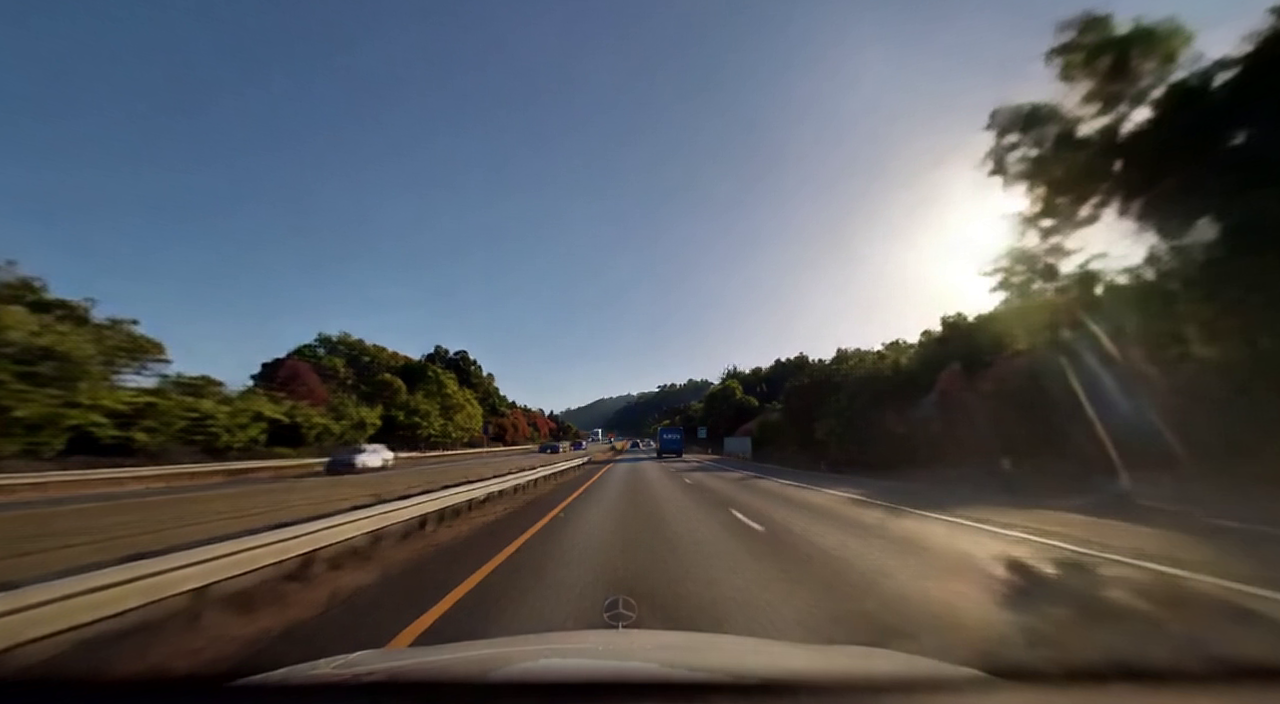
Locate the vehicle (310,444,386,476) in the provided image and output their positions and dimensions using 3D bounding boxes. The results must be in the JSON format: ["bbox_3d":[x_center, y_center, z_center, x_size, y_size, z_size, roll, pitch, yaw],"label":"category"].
[{"bbox_3d":[-14.480,5.365,31.420,1.803,1.483,3.982,-1,-9,1],"label":"vehicle"}]
